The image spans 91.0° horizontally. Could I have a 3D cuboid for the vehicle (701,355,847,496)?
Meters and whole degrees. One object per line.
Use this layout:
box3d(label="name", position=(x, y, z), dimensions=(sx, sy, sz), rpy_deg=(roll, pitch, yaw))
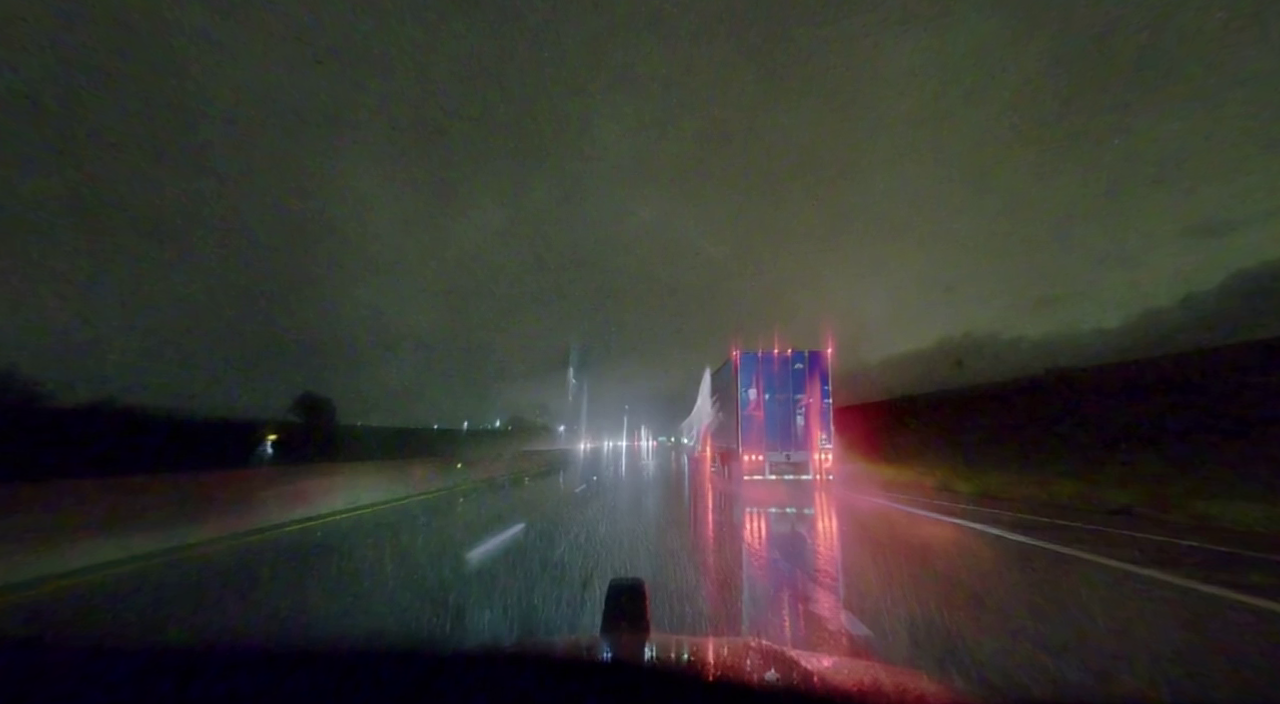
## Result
box3d(label="vehicle", position=(4.126, 2.792, 22.777), dimensions=(2.870, 3.768, 11.872), rpy_deg=(0, -8, 1))
